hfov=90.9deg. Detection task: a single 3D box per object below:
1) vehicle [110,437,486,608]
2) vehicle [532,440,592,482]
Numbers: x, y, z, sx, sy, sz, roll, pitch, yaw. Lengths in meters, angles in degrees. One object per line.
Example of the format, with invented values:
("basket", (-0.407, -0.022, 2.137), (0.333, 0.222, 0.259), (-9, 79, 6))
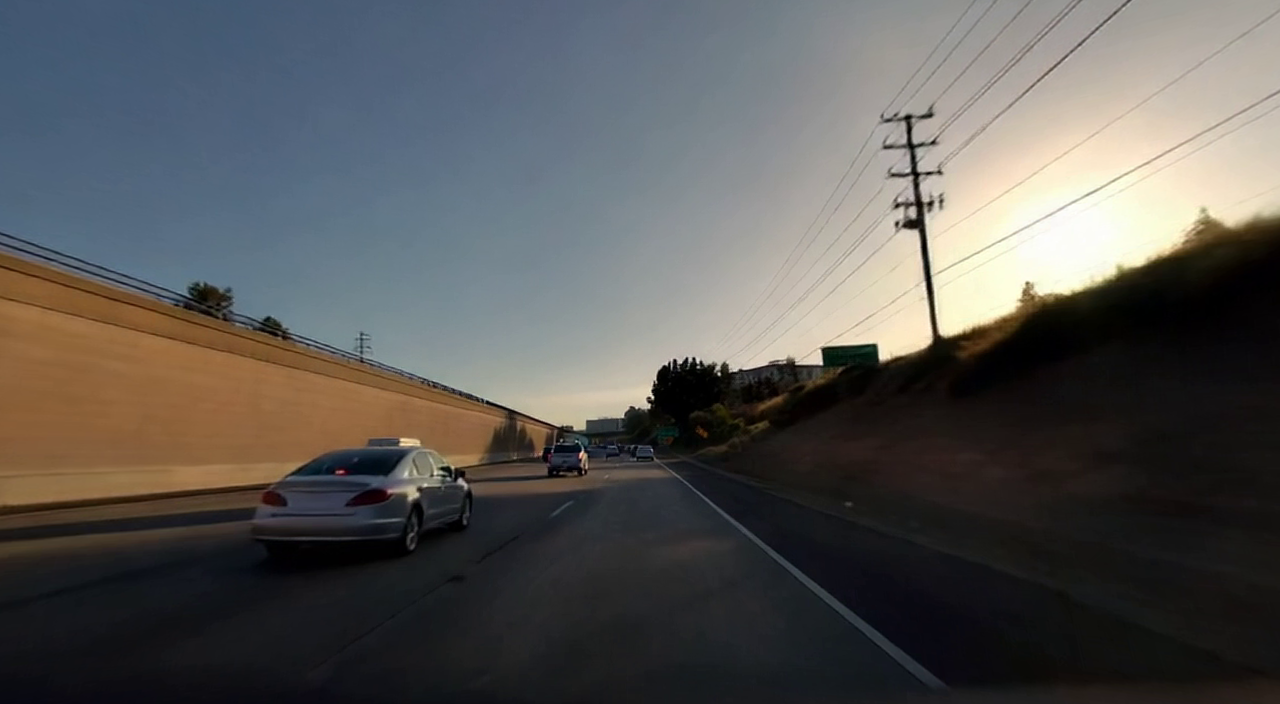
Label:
("vehicle", (-3.493, 1.788, 7.655), (2.056, 1.449, 4.330), (0, -8, 1))
("vehicle", (-3.454, 4.920, 28.764), (2.052, 1.731, 4.372), (0, -8, 2))
